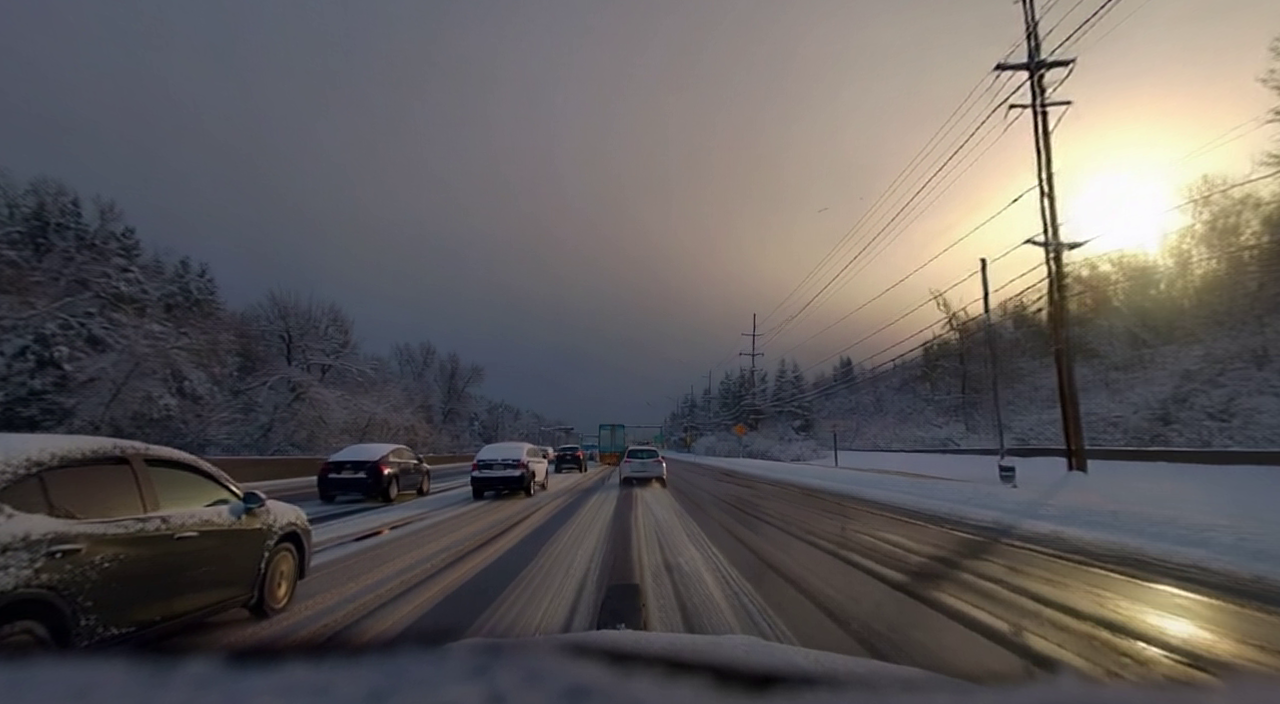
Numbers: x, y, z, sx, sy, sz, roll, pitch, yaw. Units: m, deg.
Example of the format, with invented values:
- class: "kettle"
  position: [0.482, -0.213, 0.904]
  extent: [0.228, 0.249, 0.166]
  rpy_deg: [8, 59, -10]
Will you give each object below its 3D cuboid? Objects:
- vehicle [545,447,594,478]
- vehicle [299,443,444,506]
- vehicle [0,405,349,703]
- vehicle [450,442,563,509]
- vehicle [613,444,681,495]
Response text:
- class: "vehicle"
  position: [-3.455, 5.474, 31.528]
  extent: [2.013, 1.437, 3.801]
  rpy_deg: [0, -9, 0]
- class: "vehicle"
  position: [-7.043, 3.234, 17.153]
  extent: [1.867, 1.445, 4.499]
  rpy_deg: [0, -9, 2]
- class: "vehicle"
  position: [-3.635, 1.116, 3.520]
  extent: [1.883, 1.500, 4.373]
  rpy_deg: [0, -9, 1]
- class: "vehicle"
  position: [-3.212, 3.048, 16.035]
  extent: [1.912, 1.464, 4.115]
  rpy_deg: [0, -9, 1]
- class: "vehicle"
  position: [0.189, 3.818, 20.848]
  extent: [2.018, 1.470, 4.491]
  rpy_deg: [0, -9, 0]
